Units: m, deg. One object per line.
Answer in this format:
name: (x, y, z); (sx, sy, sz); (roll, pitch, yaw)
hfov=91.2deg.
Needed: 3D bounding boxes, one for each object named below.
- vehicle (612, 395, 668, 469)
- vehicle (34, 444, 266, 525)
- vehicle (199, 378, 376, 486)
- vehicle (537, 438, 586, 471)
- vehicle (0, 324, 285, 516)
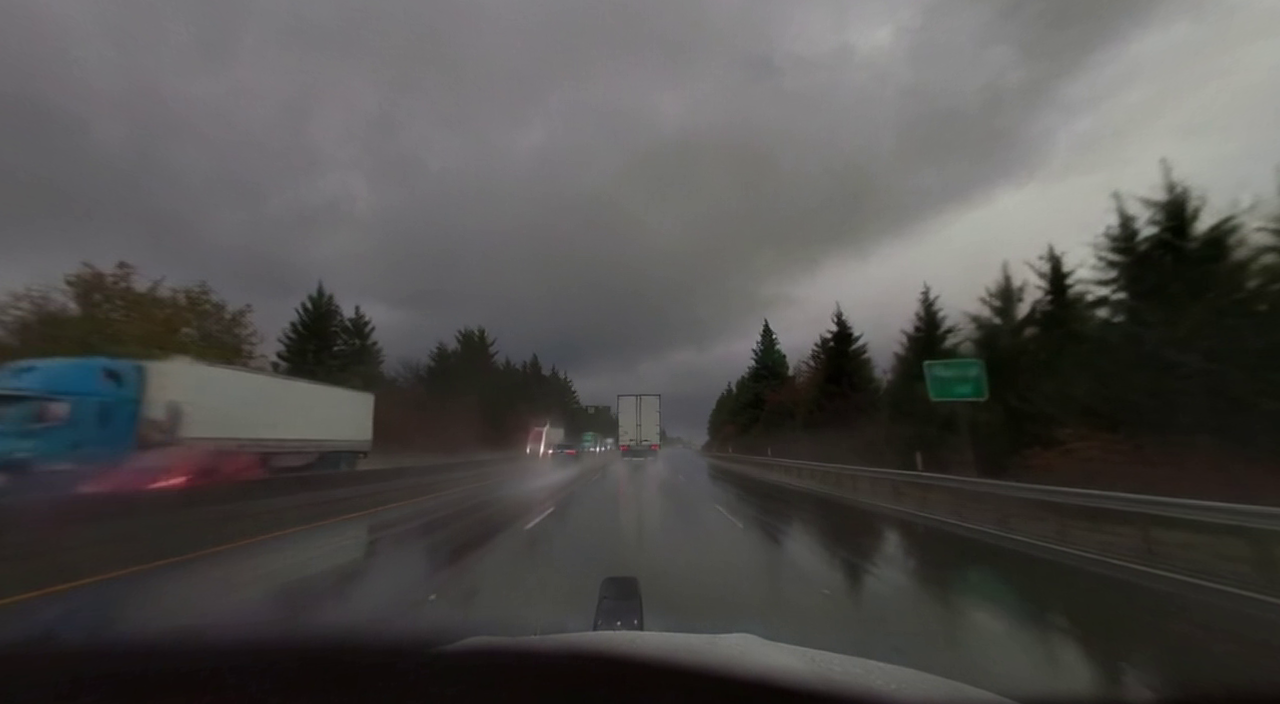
vehicle: (-0.057, 5.242, 40.273); (3.100, 4.091, 10.664); (0, -9, 0)
vehicle: (-10.392, 2.796, 13.766); (1.880, 1.491, 3.942); (0, -9, 0)
vehicle: (-15.033, 3.626, 27.837); (2.883, 4.057, 8.315); (0, -9, 0)
vehicle: (-4.183, 5.547, 33.930); (2.112, 1.645, 4.129); (0, -9, 0)
vehicle: (-15.071, 2.204, 18.455); (3.032, 4.087, 10.407); (0, -9, 0)
